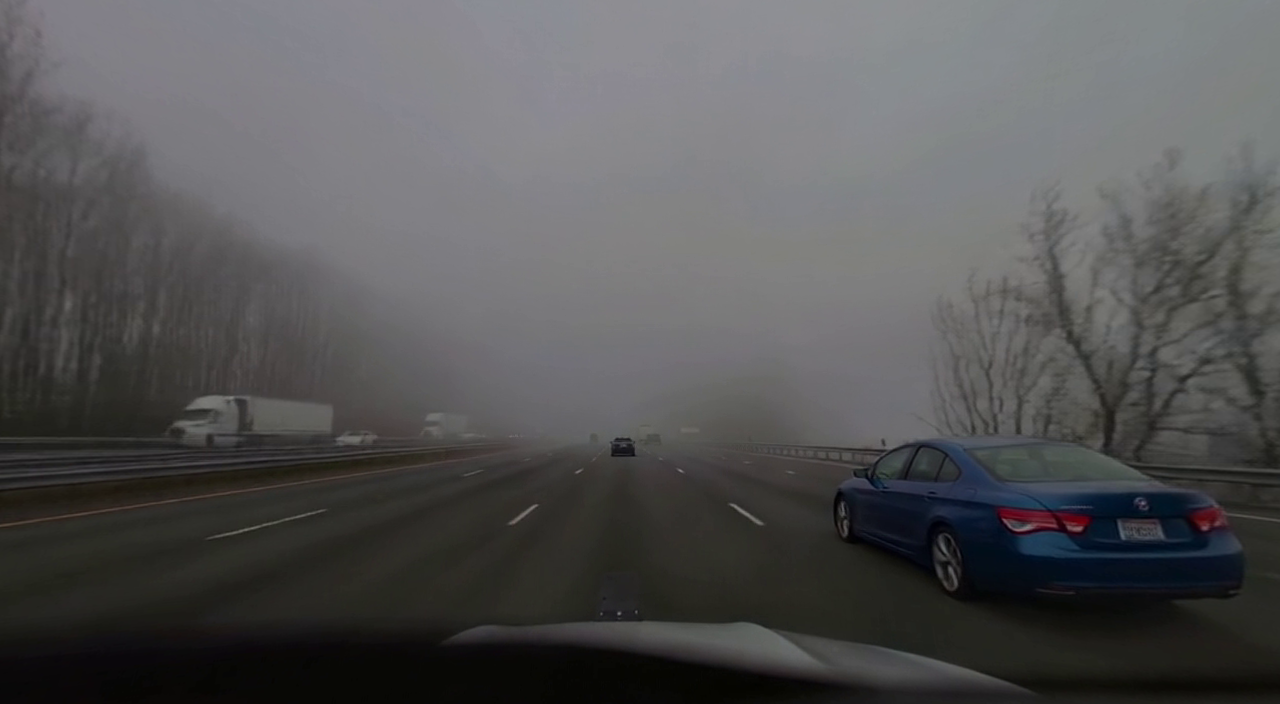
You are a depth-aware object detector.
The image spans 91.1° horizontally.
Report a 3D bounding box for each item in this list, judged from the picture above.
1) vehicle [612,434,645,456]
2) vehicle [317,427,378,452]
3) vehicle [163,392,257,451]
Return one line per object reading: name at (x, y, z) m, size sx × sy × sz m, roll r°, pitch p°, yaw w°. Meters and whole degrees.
vehicle at (-0.802, 6.313, 42.964) m, size 2.121 × 1.445 × 4.187 m, roll 0°, pitch -8°, yaw -2°
vehicle at (-18.653, 5.615, 40.352) m, size 1.925 × 1.462 × 4.293 m, roll 0°, pitch -8°, yaw -1°
vehicle at (-30.223, 4.988, 44.491) m, size 2.779 × 3.898 × 5.514 m, roll 1°, pitch -7°, yaw -3°
